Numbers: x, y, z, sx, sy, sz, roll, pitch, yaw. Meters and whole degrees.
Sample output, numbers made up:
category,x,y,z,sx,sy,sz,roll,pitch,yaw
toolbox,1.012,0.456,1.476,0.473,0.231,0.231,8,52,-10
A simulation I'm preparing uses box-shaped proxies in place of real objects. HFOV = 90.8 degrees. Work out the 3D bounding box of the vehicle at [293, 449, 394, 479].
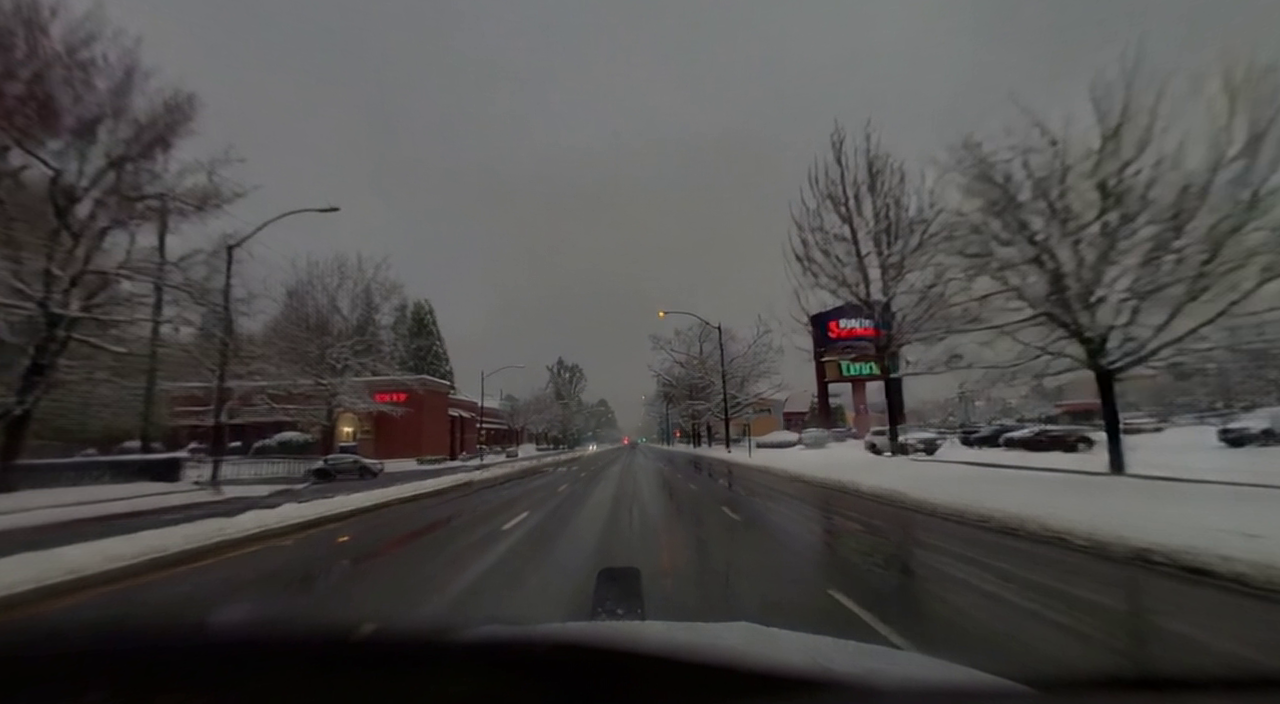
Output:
category,x,y,z,sx,sy,sz,roll,pitch,yaw
vehicle,-16.960,6.423,36.378,4.752,1.523,2.123,0,-8,-2

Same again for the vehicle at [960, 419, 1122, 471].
category,x,y,z,sx,sy,sz,roll,pitch,yaw
vehicle,16.034,3.729,25.527,4.914,1.540,2.200,-6,-8,2

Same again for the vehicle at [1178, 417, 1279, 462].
category,x,y,z,sx,sy,sz,roll,pitch,yaw
vehicle,21.665,3.172,23.090,1.901,1.461,4.482,-4,-8,26
